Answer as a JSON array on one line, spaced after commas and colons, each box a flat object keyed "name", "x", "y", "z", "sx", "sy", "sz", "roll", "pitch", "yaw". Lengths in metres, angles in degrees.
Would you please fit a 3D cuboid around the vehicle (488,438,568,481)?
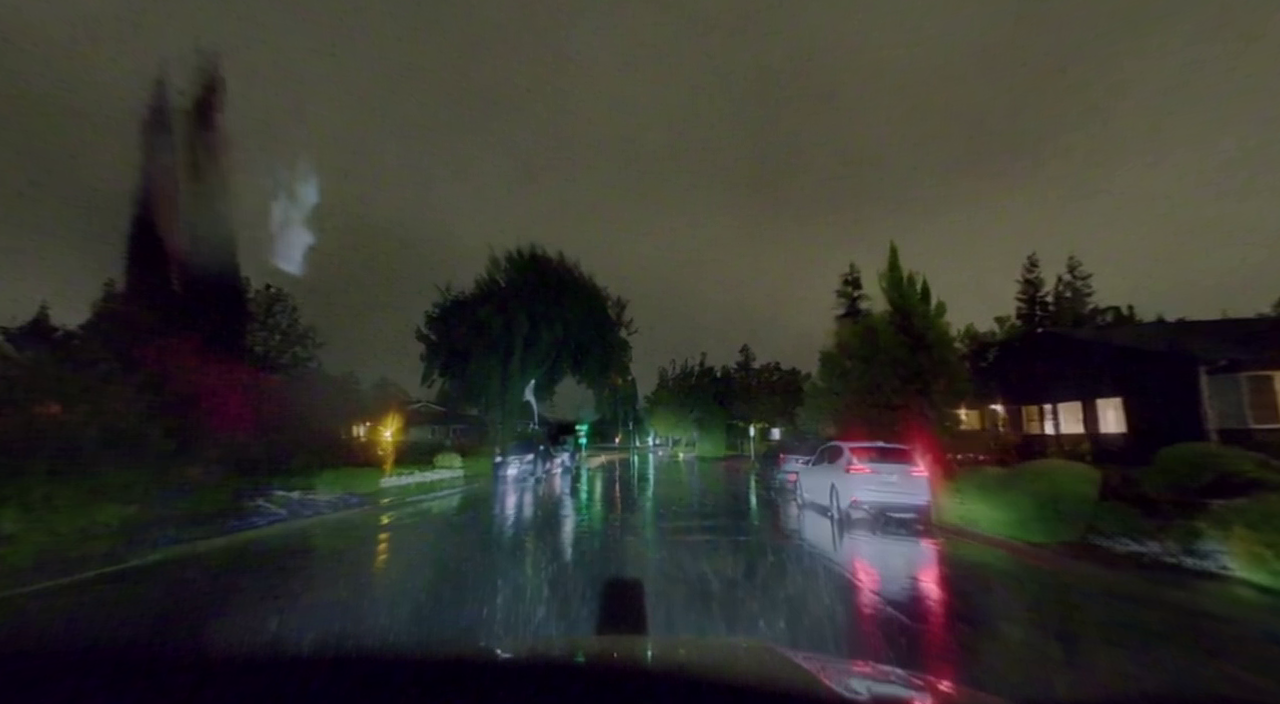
[{"name": "vehicle", "x": -4.561, "y": 4.529, "z": 26.286, "sx": 1.943, "sy": 1.433, "sz": 4.717, "roll": -6, "pitch": -11, "yaw": 6}]

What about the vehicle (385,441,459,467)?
[{"name": "vehicle", "x": -16.758, "y": 7.872, "z": 48.397, "sx": 4.879, "sy": 1.867, "sz": 2.234, "roll": 1, "pitch": -8, "yaw": -4}]

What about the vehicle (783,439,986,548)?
[{"name": "vehicle", "x": 3.829, "y": 2.234, "z": 10.895, "sx": 2.088, "sy": 1.429, "sz": 4.796, "roll": -1, "pitch": -8, "yaw": 7}]
